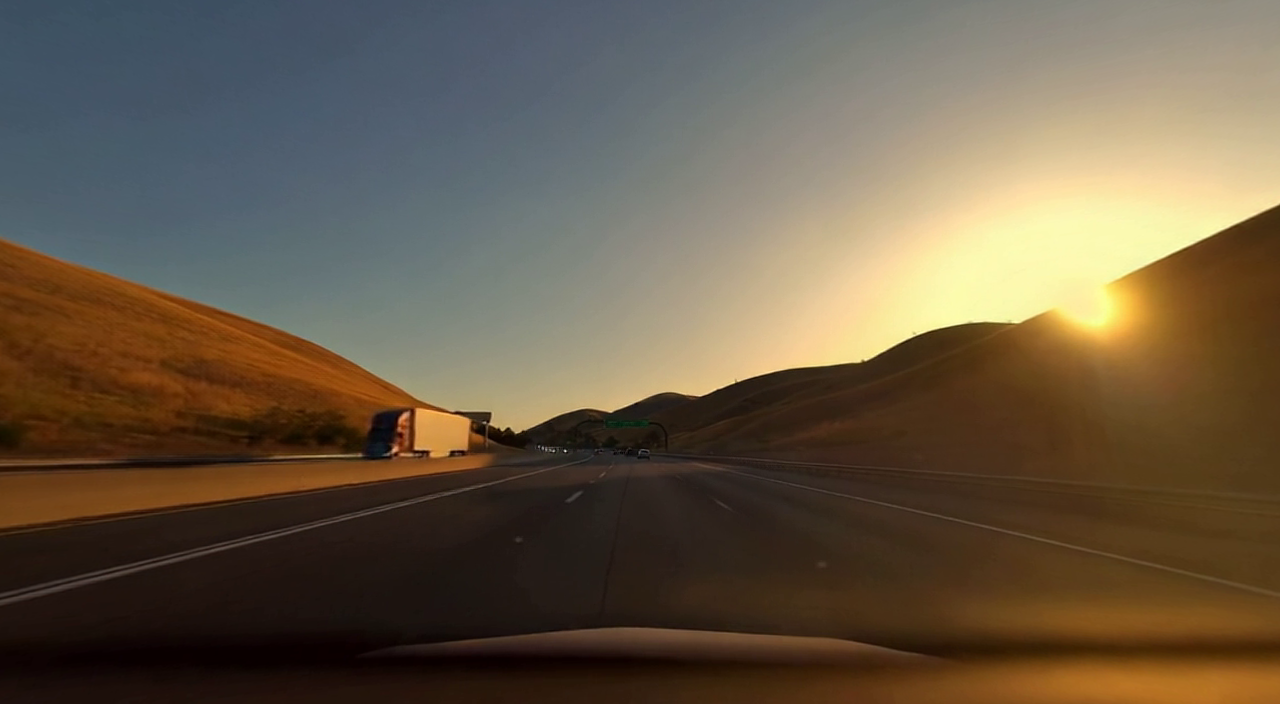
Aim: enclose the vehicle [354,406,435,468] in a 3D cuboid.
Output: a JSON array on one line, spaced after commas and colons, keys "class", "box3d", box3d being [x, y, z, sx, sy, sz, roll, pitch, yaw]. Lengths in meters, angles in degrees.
[{"class": "vehicle", "box3d": [-16.687, 5.884, 43.371, 3.245, 3.939, 5.841, 0, -9, -2]}]
